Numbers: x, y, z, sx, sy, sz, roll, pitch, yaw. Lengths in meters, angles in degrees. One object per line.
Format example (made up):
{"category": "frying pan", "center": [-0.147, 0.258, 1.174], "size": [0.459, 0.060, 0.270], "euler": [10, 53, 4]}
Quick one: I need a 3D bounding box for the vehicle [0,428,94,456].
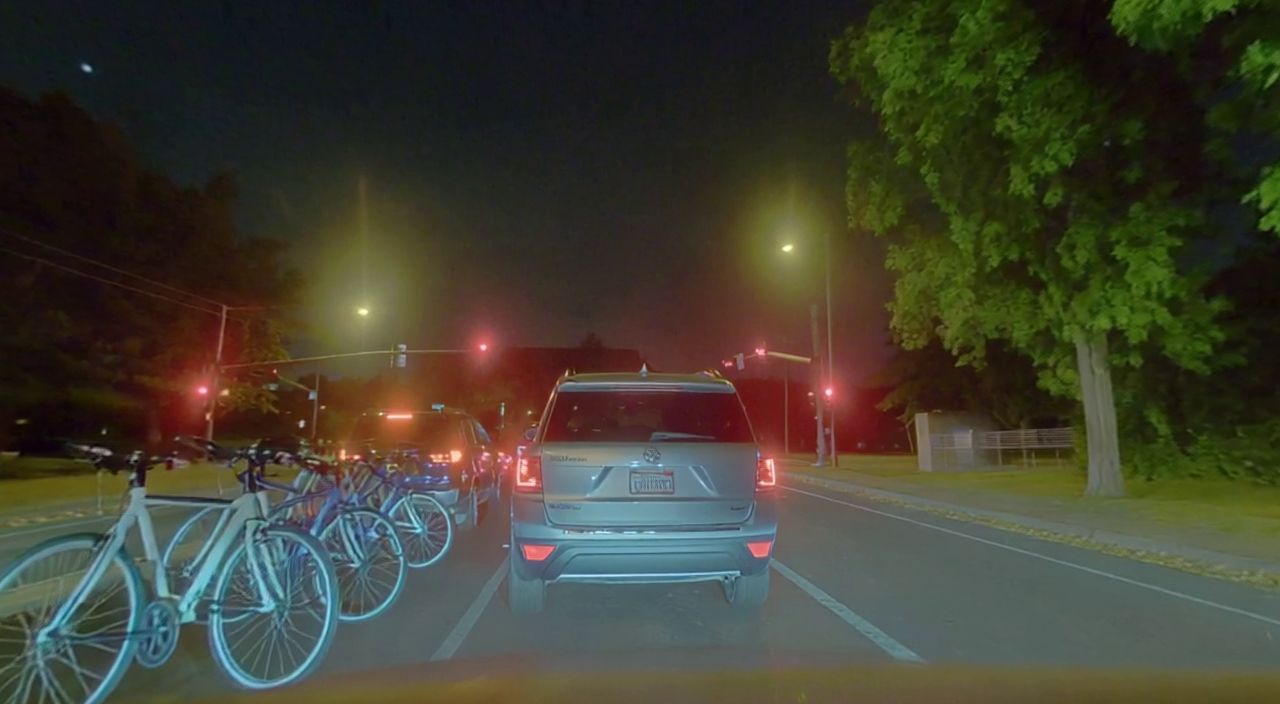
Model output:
{"category": "vehicle", "center": [-35.752, 5.421, 38.030], "size": [3.926, 1.536, 1.731], "euler": [0, -8, -9]}

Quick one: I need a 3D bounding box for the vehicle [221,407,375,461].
{"category": "vehicle", "center": [-22.060, 5.375, 41.204], "size": [8.040, 3.335, 3.070], "euler": [1, -9, -7]}

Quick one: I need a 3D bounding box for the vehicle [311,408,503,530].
{"category": "vehicle", "center": [-4.207, 2.224, 12.598], "size": [2.337, 1.858, 5.409], "euler": [1, -9, -7]}

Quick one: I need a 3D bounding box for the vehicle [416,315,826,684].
{"category": "vehicle", "center": [-0.249, 1.158, 6.005], "size": [2.333, 2.087, 4.586], "euler": [1, -8, -4]}
